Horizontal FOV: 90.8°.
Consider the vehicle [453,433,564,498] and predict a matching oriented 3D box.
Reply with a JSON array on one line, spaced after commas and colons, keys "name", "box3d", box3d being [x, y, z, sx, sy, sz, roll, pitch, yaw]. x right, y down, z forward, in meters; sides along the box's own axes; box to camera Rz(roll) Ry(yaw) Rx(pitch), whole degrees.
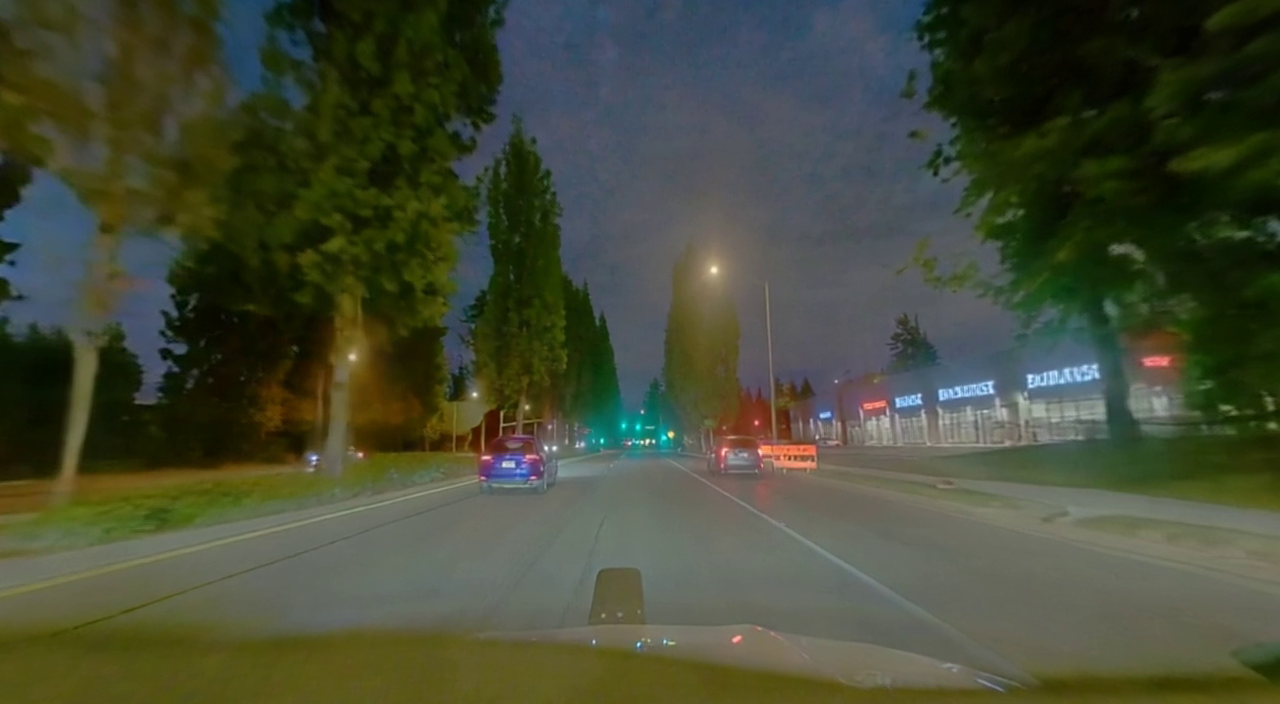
[{"name": "vehicle", "box3d": [-3.247, 2.896, 16.511, 2.020, 1.474, 4.098, 0, -9, 0]}]

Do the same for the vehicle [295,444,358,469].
[{"name": "vehicle", "box3d": [-21.588, 7.190, 43.744, 1.958, 1.641, 4.663, 0, -9, 1]}]

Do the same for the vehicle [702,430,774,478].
[{"name": "vehicle", "box3d": [3.957, 4.227, 26.403, 2.159, 1.793, 4.735, 0, -8, -1]}]
